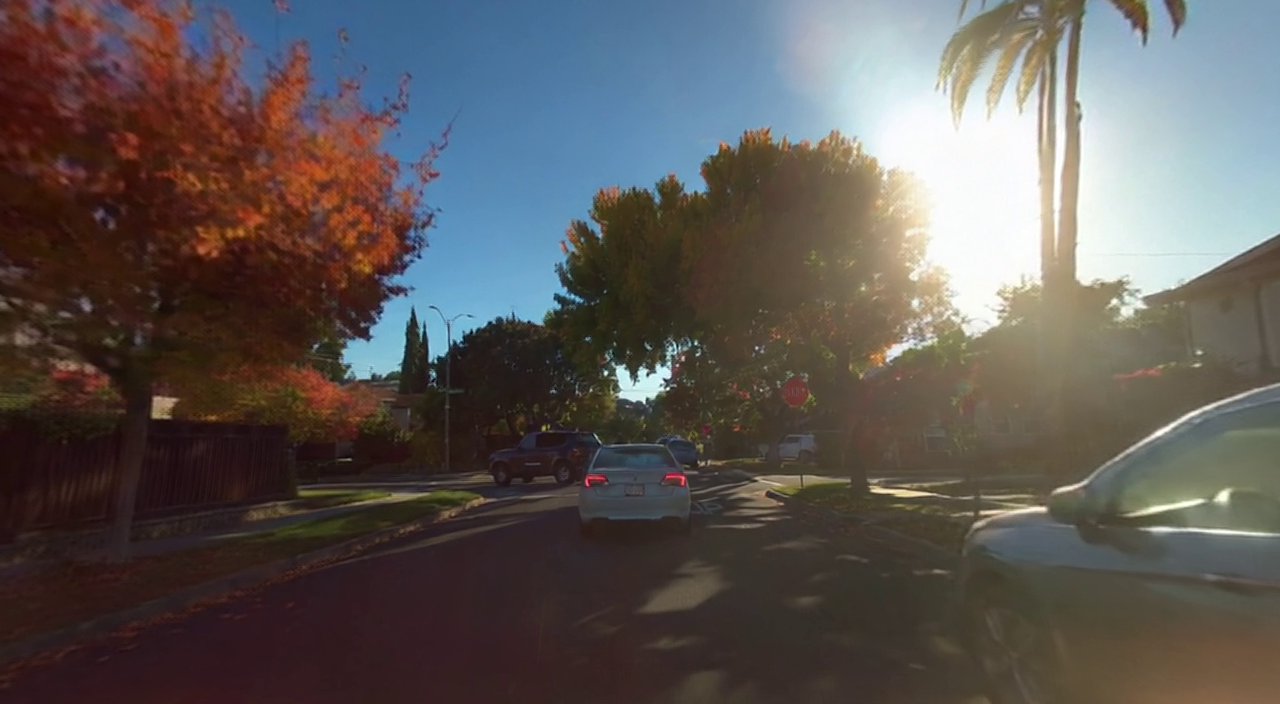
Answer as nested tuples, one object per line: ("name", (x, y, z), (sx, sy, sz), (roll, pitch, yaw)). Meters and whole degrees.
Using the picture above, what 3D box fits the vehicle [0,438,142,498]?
("vehicle", (-20.872, 4.102, 22.265), (4.603, 1.858, 2.191), (-3, -8, 2))

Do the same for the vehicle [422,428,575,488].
("vehicle", (-5.656, 4.118, 24.670), (6.308, 2.057, 2.353), (-7, -11, 38))

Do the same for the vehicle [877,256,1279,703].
("vehicle", (2.582, 0.709, 1.547), (2.179, 1.813, 4.815), (0, -9, 1))

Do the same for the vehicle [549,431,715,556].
("vehicle", (-0.100, 2.051, 9.771), (2.010, 1.499, 4.107), (0, -9, 0))
